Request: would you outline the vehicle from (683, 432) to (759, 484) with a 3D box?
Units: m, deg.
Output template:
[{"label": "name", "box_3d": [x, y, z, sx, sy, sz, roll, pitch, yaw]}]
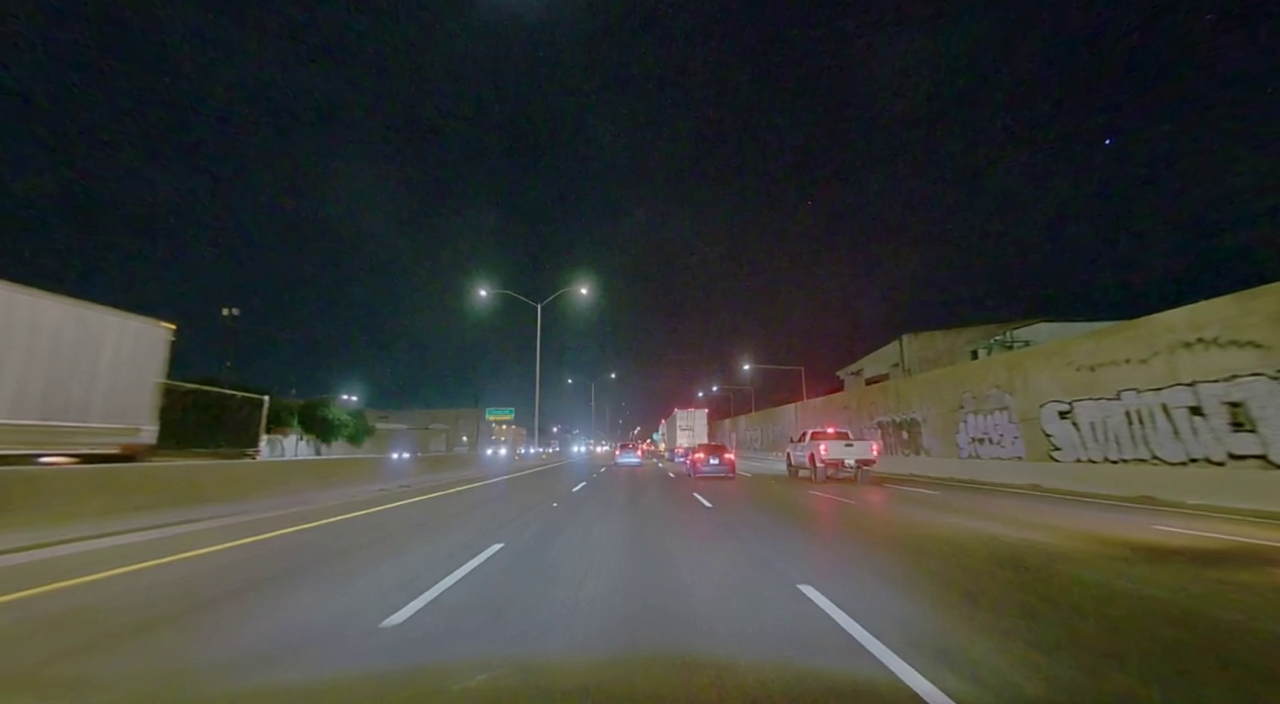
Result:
[{"label": "vehicle", "box_3d": [3.092, 4.196, 25.317, 2.249, 1.843, 5.176, 0, -9, -1]}]

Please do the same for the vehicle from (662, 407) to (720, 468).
[{"label": "vehicle", "box_3d": [3.379, 6.161, 45.012, 2.976, 3.806, 10.591, 0, -9, -1]}]

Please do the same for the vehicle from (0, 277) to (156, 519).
[{"label": "vehicle", "box_3d": [-11.174, 0.319, 7.090, 2.937, 3.634, 10.764, 0, -9, 0]}]

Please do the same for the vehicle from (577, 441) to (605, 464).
[{"label": "vehicle", "box_3d": [-3.759, 7.788, 48.871, 1.817, 1.670, 3.864, 0, -9, 0]}]

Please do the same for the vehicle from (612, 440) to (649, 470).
[{"label": "vehicle", "box_3d": [-0.565, 6.077, 37.477, 2.073, 1.640, 3.990, 0, -9, -1]}]

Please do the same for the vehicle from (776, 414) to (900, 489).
[{"label": "vehicle", "box_3d": [7.010, 3.657, 23.393, 2.322, 2.360, 6.433, 0, -9, -2]}]
